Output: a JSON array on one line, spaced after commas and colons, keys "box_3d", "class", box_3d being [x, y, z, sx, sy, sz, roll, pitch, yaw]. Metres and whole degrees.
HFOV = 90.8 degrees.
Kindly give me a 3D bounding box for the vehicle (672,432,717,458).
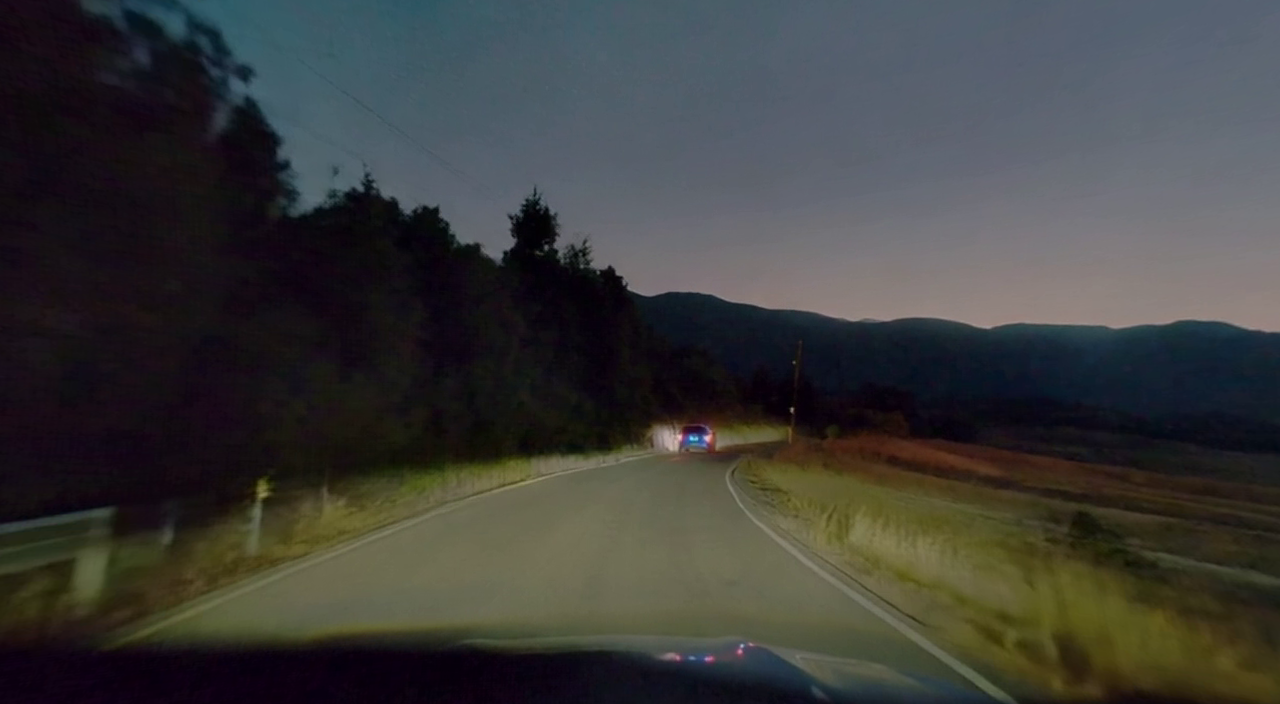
[{"box_3d": [4.047, 6.784, 46.041, 2.251, 1.799, 4.776, -3, -9, 17], "class": "vehicle"}]
